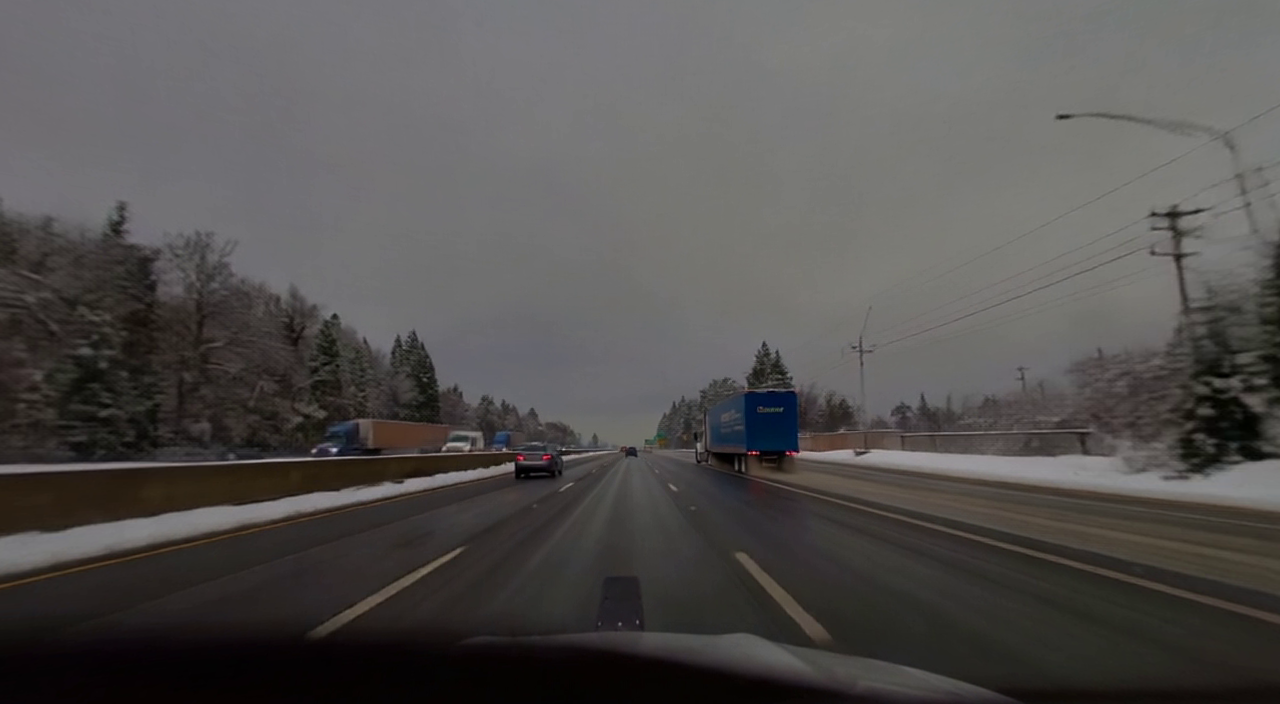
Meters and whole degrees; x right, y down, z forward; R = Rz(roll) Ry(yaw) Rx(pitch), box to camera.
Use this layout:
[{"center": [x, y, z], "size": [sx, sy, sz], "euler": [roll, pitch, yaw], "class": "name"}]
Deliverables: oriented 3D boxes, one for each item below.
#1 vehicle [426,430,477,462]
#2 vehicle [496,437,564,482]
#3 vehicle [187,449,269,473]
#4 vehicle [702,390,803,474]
[{"center": [-13.780, 6.943, 46.583], "size": [2.215, 2.225, 4.941], "euler": [0, -9, 0], "class": "vehicle"}, {"center": [-4.335, 4.338, 25.639], "size": [2.027, 1.651, 4.099], "euler": [0, -9, 0], "class": "vehicle"}, {"center": [-28.800, 7.578, 44.415], "size": [2.120, 1.551, 5.658], "euler": [0, -9, -2], "class": "vehicle"}, {"center": [6.375, 5.167, 39.382], "size": [2.919, 4.195, 15.833], "euler": [0, -9, -2], "class": "vehicle"}]
